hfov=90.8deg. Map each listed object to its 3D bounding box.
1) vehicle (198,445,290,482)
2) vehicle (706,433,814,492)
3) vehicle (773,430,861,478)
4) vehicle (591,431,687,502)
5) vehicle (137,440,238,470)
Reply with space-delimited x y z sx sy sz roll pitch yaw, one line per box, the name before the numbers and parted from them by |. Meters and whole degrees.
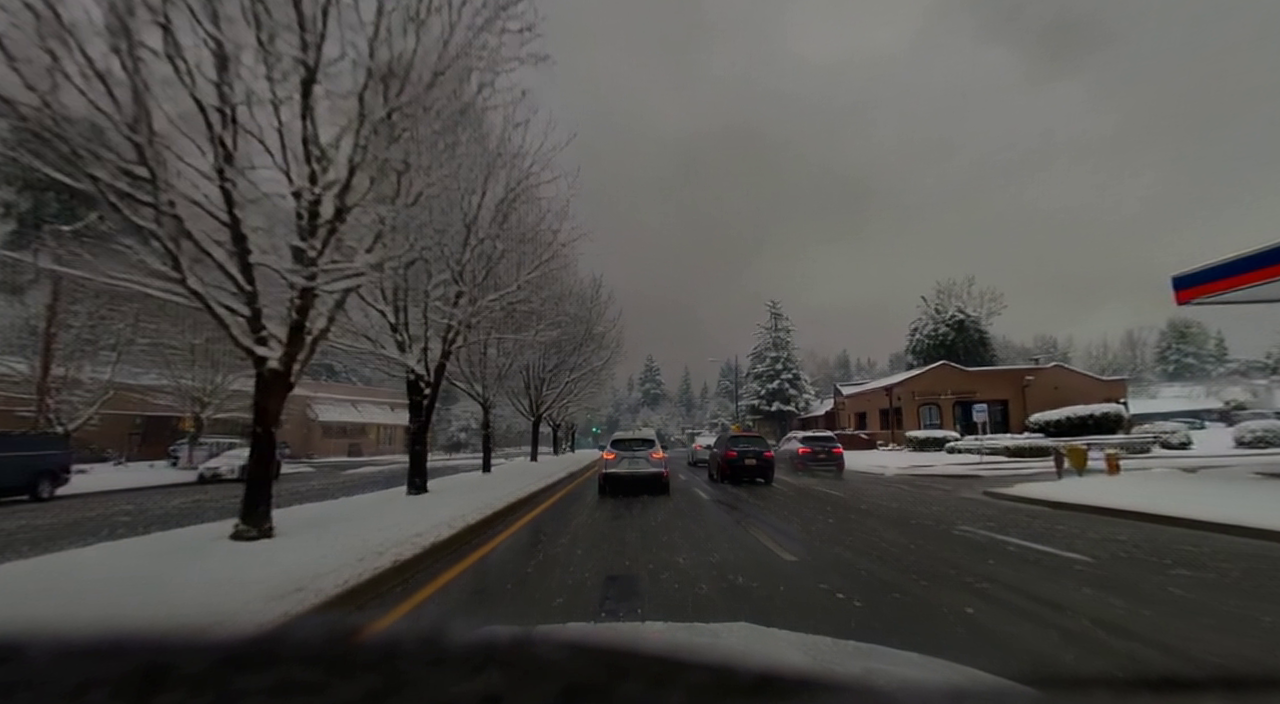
vehicle | -19.320 5.430 31.077 1.903 1.706 3.994 0 -8 0
vehicle | 3.296 3.162 18.432 2.124 1.476 4.730 0 -8 -1
vehicle | 7.136 4.182 26.129 2.117 1.757 4.969 0 -8 -1
vehicle | -0.012 2.730 15.384 2.052 1.488 3.779 0 -8 0
vehicle | -28.163 6.401 39.447 4.699 1.775 2.007 0 -9 1
